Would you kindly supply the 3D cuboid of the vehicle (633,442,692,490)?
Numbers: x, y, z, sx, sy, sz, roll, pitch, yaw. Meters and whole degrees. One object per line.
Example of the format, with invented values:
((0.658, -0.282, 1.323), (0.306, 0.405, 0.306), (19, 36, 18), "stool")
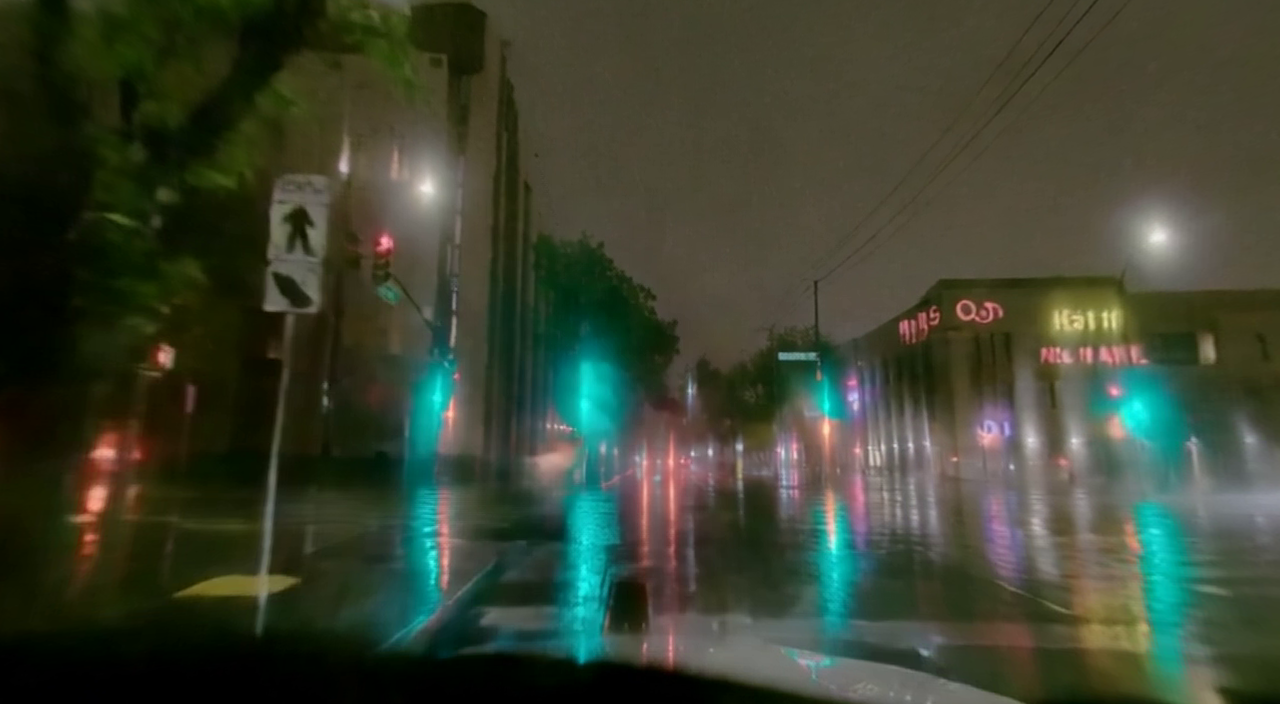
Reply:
((0.817, 4.314, 24.243), (2.079, 1.621, 3.861), (-1, -8, 0), "vehicle")

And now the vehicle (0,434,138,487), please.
((-19.640, 3.496, 20.462), (4.784, 1.599, 2.184), (0, -8, 0), "vehicle")
